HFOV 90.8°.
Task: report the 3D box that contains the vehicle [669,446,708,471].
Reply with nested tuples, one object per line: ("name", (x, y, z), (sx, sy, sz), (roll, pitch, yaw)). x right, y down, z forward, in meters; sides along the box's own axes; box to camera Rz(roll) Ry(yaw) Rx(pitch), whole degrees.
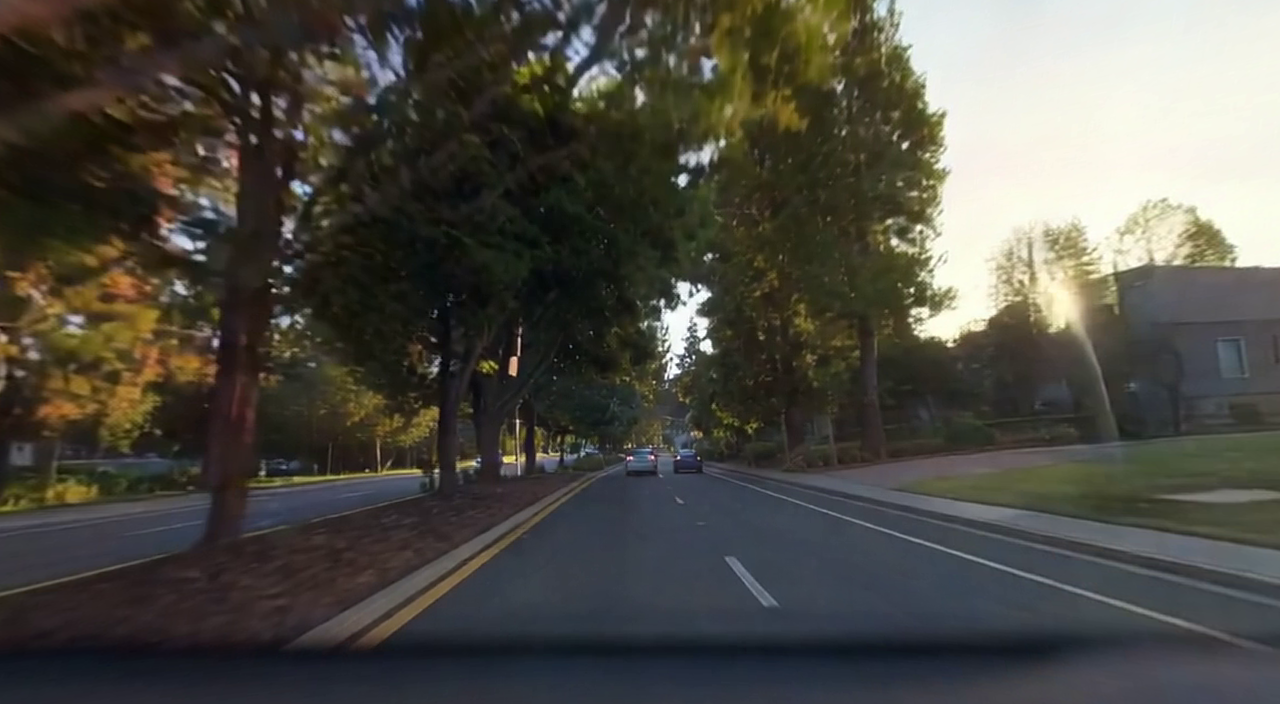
("vehicle", (3.029, 6.732, 40.154), (2.057, 1.496, 4.401), (0, -8, -1))

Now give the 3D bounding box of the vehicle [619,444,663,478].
("vehicle", (0.085, 5.323, 31.102), (2.018, 1.511, 3.993), (0, -8, 1))
